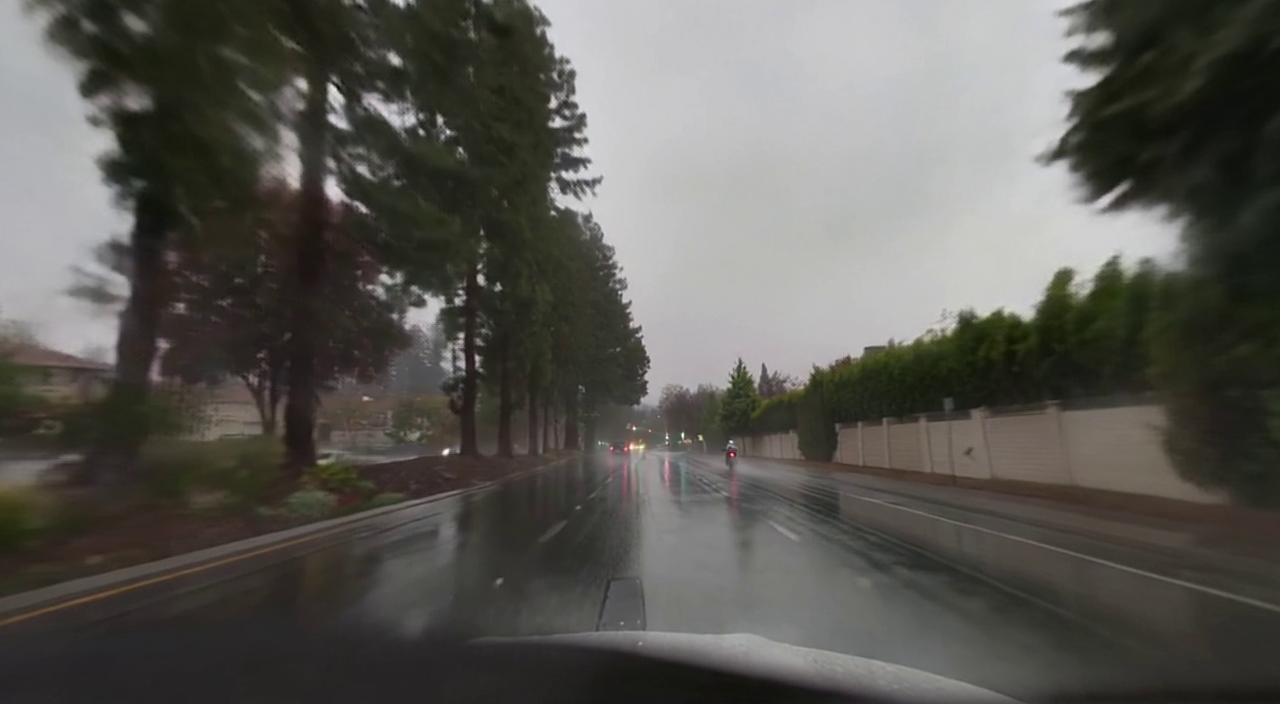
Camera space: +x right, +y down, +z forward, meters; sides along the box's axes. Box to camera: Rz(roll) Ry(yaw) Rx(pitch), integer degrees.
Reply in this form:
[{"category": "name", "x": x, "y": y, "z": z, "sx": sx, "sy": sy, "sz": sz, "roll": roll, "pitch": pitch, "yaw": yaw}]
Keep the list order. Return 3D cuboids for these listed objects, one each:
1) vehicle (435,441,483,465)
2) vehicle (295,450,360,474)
[{"category": "vehicle", "x": -13.195, "y": 7.398, "z": 46.318, "sx": 2.103, "sy": 1.699, "sz": 4.474, "roll": 0, "pitch": -8, "yaw": 1}, {"category": "vehicle", "x": -20.785, "y": 7.309, "z": 42.139, "sx": 1.888, "sy": 1.487, "sz": 4.721, "roll": -1, "pitch": -8, "yaw": 1}]
